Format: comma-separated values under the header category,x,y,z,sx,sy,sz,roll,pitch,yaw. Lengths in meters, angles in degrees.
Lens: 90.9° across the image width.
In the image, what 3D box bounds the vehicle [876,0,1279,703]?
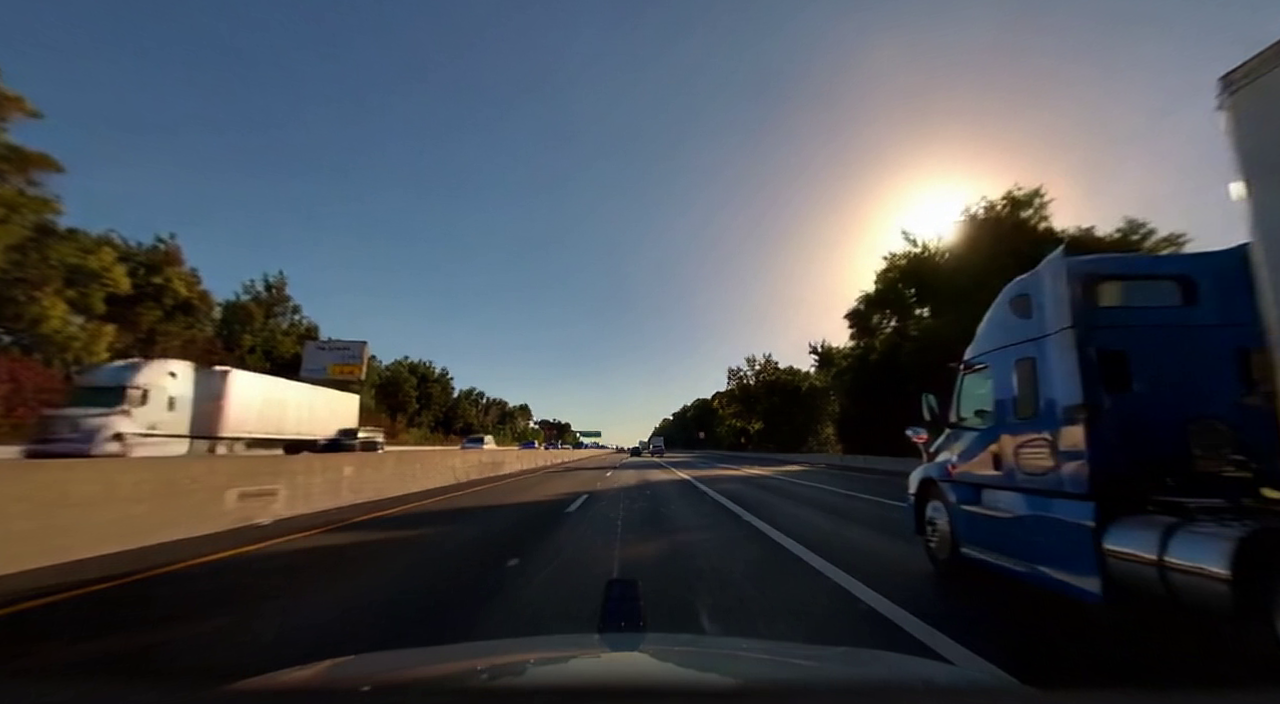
category,x,y,z,sx,sy,sz,roll,pitch,yaw
vehicle,4.476,0.048,4.768,3.000,3.889,6.005,0,-9,1

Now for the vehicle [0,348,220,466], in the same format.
category,x,y,z,sx,sy,sz,roll,pitch,yaw
vehicle,-19.498,2.240,23.834,2.949,3.933,5.897,0,-9,0

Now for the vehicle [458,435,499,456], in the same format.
category,x,y,z,sx,sy,sz,roll,pitch,yaw
vehicle,-12.210,7.101,47.825,1.881,1.457,4.387,0,-9,1

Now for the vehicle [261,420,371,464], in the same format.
category,x,y,z,sx,sy,sz,roll,pitch,yaw
vehicle,-12.202,3.450,24.103,1.862,1.504,4.333,0,-9,0
